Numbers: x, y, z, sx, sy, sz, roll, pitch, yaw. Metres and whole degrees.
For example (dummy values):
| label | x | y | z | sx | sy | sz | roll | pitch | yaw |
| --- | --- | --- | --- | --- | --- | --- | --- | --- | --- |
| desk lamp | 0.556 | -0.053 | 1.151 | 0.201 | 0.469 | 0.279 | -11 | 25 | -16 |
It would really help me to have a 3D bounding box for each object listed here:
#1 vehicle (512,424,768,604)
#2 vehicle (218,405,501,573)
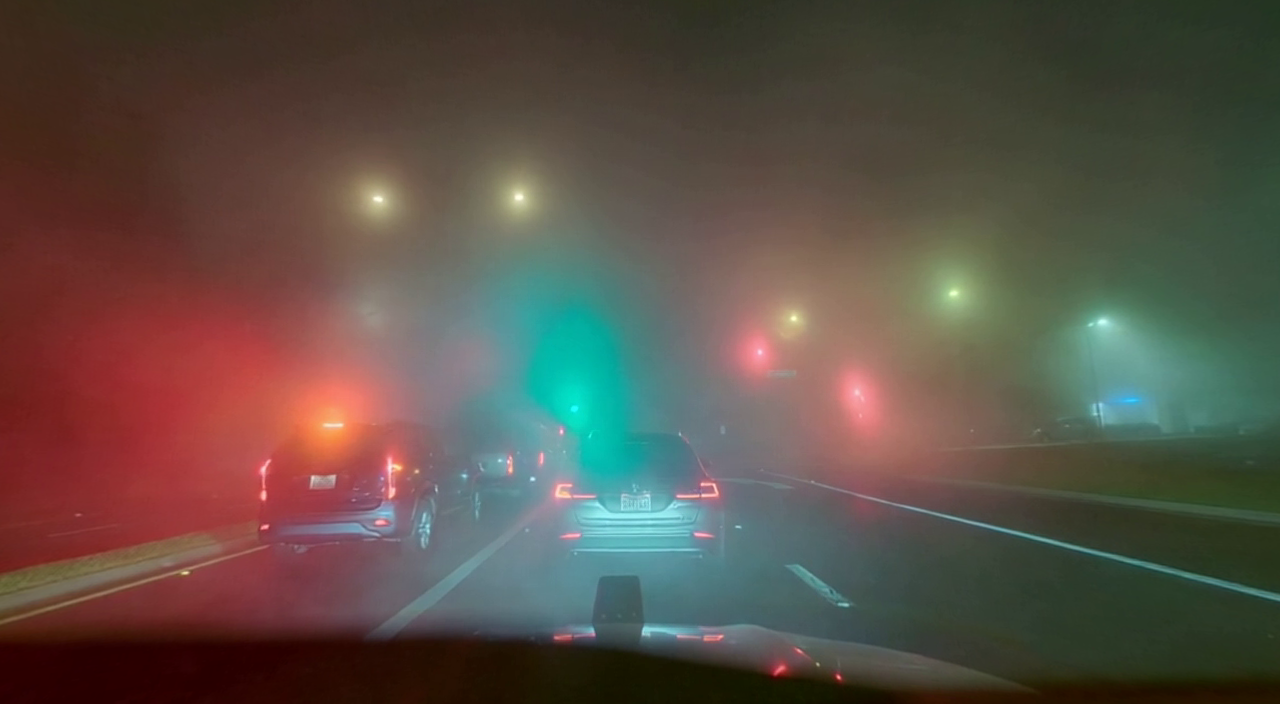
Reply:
| label | x | y | z | sx | sy | sz | roll | pitch | yaw |
| --- | --- | --- | --- | --- | --- | --- | --- | --- | --- |
| vehicle | -0.053 | 1.642 | 7.312 | 2.126 | 1.475 | 3.967 | 0 | -8 | -2 |
| vehicle | -3.424 | 1.754 | 8.824 | 2.046 | 1.751 | 4.208 | 0 | -8 | -1 |
